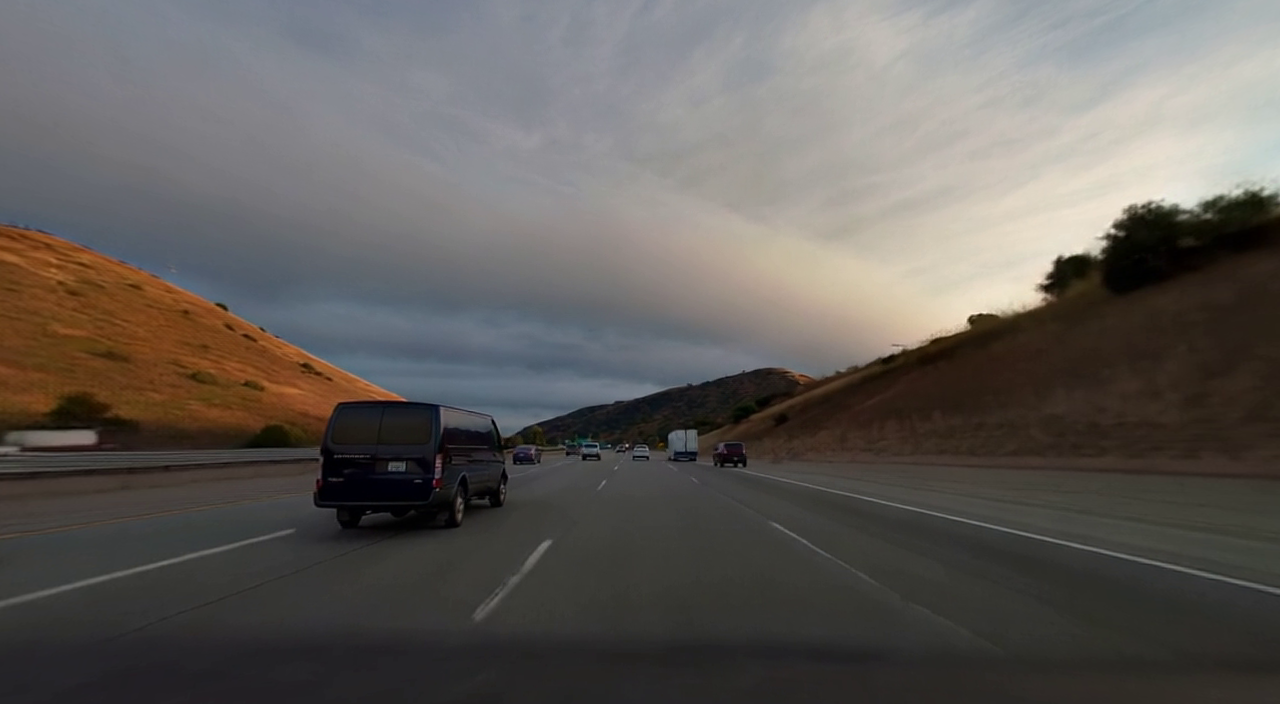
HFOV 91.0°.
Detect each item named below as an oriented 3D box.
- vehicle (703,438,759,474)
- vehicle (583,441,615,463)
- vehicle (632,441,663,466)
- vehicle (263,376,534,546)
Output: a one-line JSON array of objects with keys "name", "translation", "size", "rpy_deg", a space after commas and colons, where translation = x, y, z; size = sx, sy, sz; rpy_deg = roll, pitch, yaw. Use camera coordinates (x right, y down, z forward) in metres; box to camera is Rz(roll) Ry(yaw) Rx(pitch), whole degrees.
[{"name": "vehicle", "translation": [4.370, 5.074, 30.873], "size": [2.051, 1.598, 4.145], "rpy_deg": [0, -9, -1]}, {"name": "vehicle", "translation": [-3.134, 7.694, 48.611], "size": [2.138, 1.581, 4.340], "rpy_deg": [0, -9, 0]}, {"name": "vehicle", "translation": [0.472, 6.761, 42.044], "size": [2.014, 1.543, 3.804], "rpy_deg": [0, -9, 0]}, {"name": "vehicle", "translation": [-3.636, 1.860, 11.157], "size": [2.421, 2.203, 5.775], "rpy_deg": [0, -9, 1]}]
